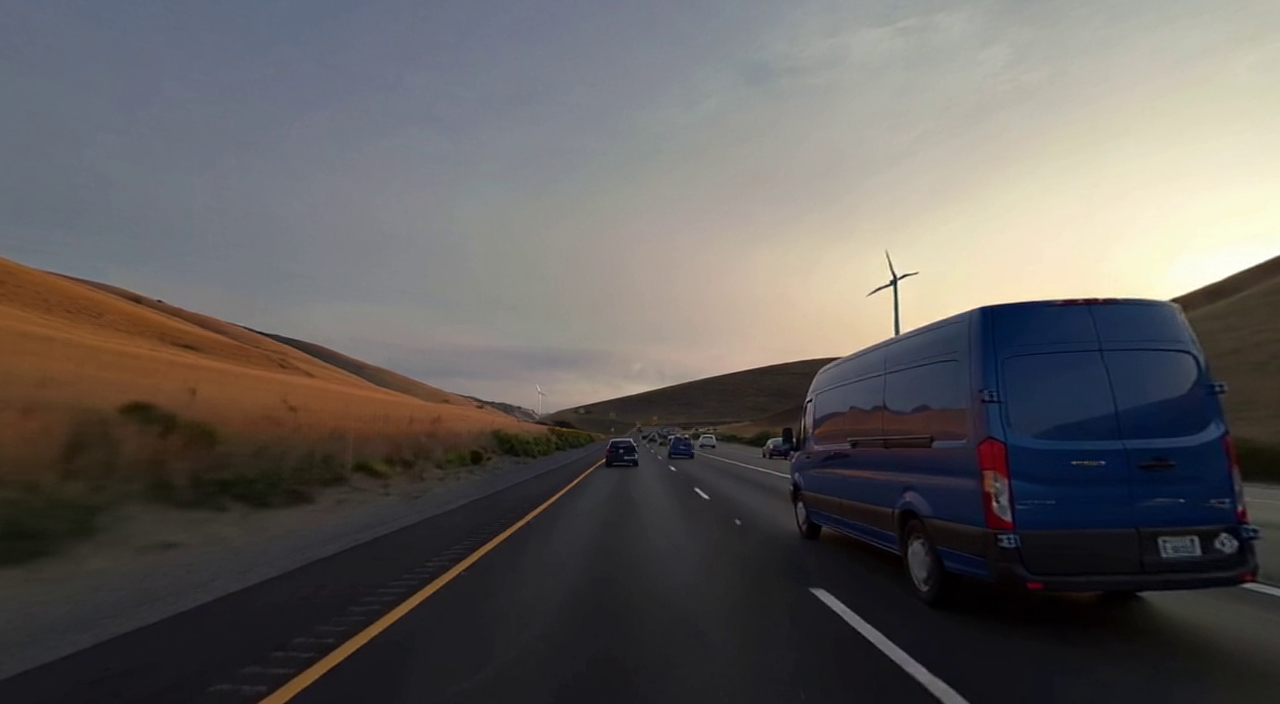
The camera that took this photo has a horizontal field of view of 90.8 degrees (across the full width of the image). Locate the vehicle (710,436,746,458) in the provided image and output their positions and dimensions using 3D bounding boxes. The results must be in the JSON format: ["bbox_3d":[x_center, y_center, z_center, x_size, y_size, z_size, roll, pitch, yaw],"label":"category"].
[{"bbox_3d":[6.398,6.944,46.295,1.850,1.475,4.460,0,-8,-1],"label":"vehicle"}]

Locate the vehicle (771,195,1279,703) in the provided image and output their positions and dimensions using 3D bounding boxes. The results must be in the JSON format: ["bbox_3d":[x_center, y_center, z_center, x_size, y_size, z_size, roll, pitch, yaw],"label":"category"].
[{"bbox_3d":[3.093,0.860,6.104,2.365,2.630,5.754,0,-8,0],"label":"vehicle"}]

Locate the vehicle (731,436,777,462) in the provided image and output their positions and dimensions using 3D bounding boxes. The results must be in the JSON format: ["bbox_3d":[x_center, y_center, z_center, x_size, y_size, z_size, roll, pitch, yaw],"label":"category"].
[{"bbox_3d":[6.890,5.901,38.681,1.858,1.475,4.421,0,-8,-2],"label":"vehicle"}]

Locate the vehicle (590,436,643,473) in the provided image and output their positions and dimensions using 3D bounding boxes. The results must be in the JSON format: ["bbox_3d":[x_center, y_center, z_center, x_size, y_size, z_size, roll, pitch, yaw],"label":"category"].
[{"bbox_3d":[-0.933,4.278,26.574,2.082,1.445,3.826,0,-8,-1],"label":"vehicle"}]

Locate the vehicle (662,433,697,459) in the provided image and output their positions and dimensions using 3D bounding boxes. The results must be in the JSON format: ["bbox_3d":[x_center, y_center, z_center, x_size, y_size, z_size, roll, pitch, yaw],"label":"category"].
[{"bbox_3d":[2.697,6.556,44.289,2.108,1.717,3.996,0,-8,-1],"label":"vehicle"}]
